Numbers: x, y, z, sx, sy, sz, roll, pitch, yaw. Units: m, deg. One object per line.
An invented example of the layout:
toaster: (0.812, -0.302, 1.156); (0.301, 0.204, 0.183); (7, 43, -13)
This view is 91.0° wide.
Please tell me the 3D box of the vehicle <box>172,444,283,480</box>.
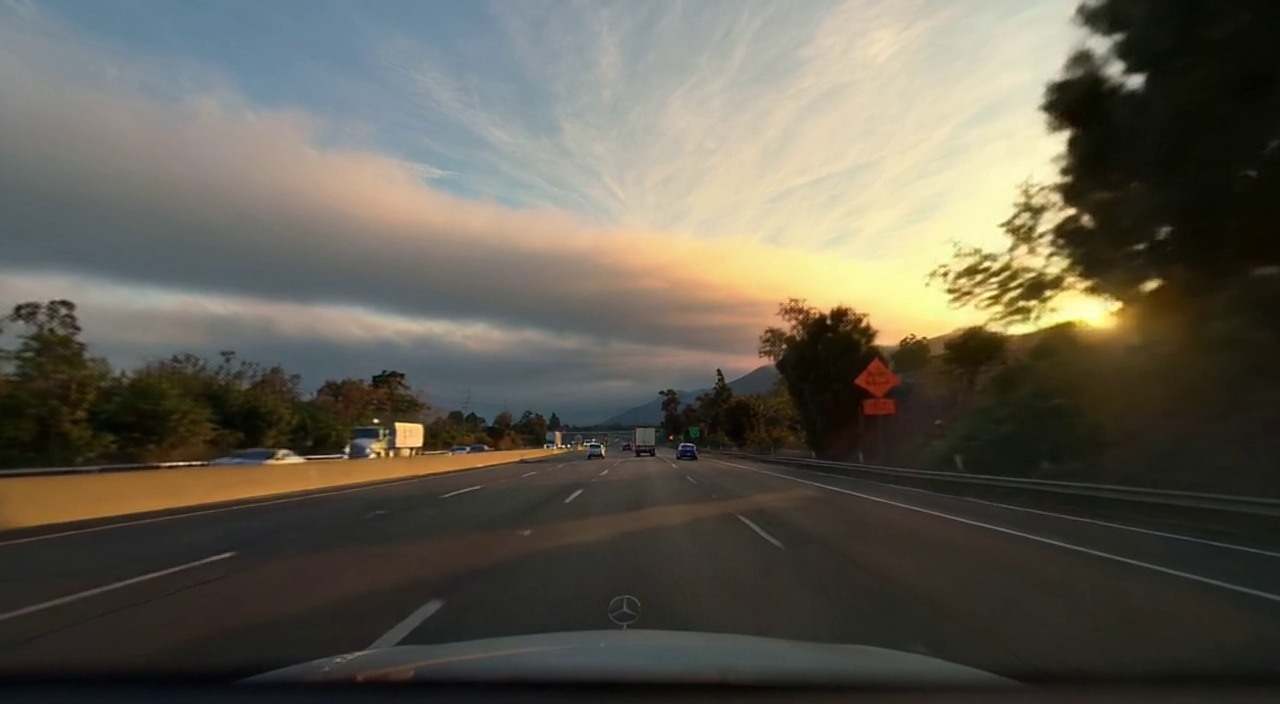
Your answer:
vehicle: (-19.547, 5.197, 30.147); (2.023, 1.591, 4.712); (0, -8, 1)
